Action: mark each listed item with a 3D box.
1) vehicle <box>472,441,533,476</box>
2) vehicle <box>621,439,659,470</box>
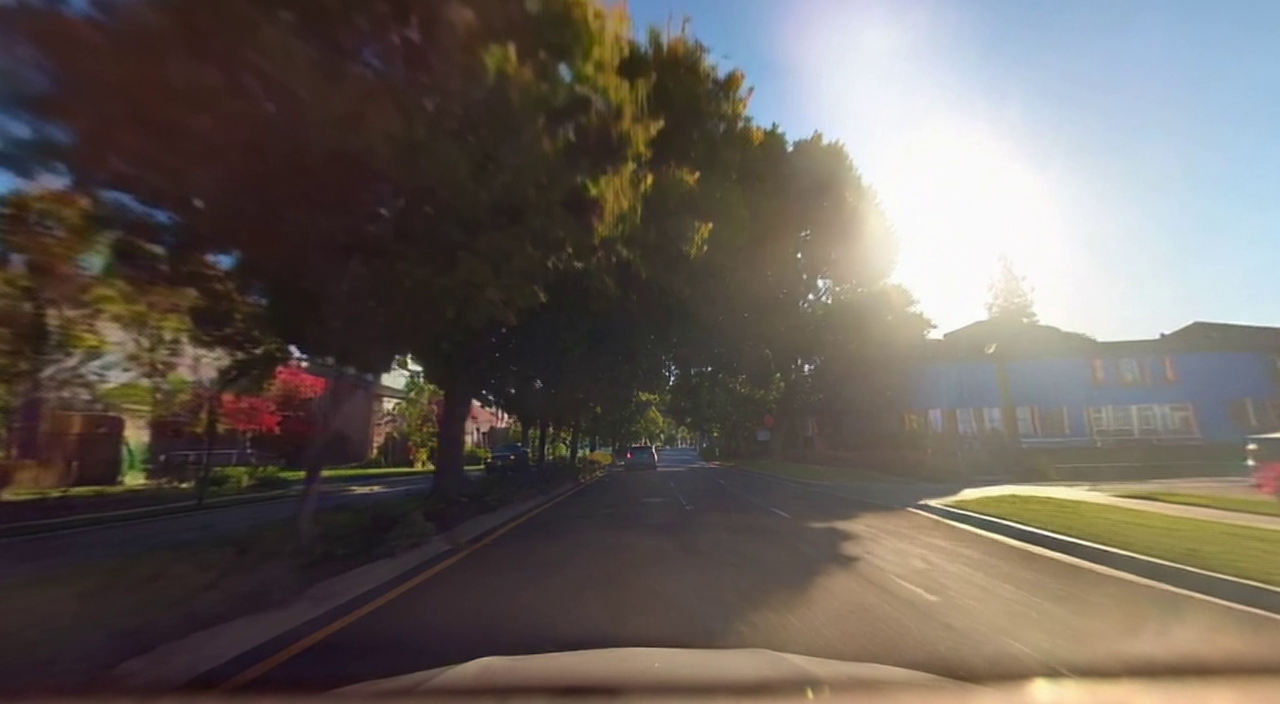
[{"bbox_3d":[-7.244,5.640,33.740,2.055,1.757,4.584,0,-8,2],"label":"vehicle"},{"bbox_3d":[0.050,5.984,37.077,2.129,1.713,4.314,0,-8,2],"label":"vehicle"}]
